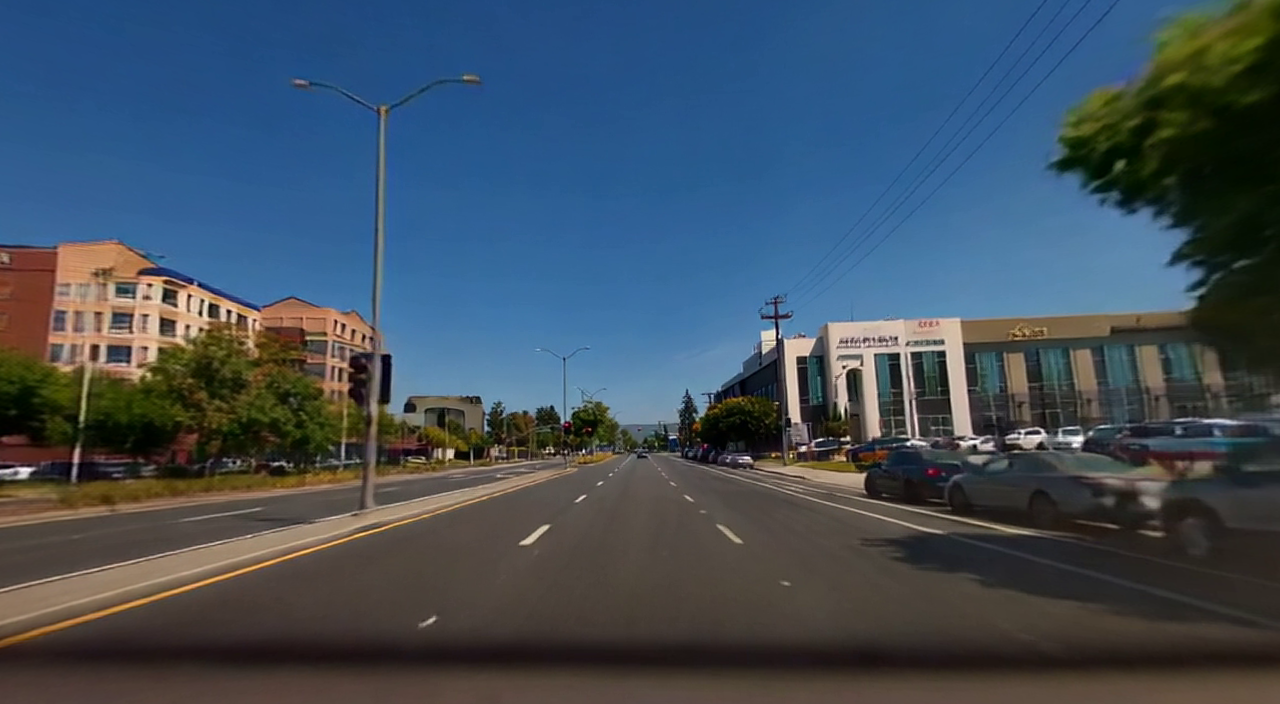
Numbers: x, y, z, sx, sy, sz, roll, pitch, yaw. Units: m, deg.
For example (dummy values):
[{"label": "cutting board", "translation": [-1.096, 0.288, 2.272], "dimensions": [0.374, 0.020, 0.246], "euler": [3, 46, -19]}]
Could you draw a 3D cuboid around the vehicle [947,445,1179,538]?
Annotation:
[{"label": "vehicle", "translation": [7.749, 2.531, 12.136], "dimensions": [1.714, 1.439, 4.020], "euler": [0, -8, 1]}]

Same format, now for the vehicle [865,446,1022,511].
[{"label": "vehicle", "translation": [7.853, 3.275, 16.925], "dimensions": [1.913, 1.465, 4.446], "euler": [0, -8, -1]}]

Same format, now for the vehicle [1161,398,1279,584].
[{"label": "vehicle", "translation": [7.593, 1.272, 5.488], "dimensions": [2.152, 1.869, 4.476], "euler": [0, -8, -2]}]

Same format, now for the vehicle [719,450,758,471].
[{"label": "vehicle", "translation": [7.522, 8.352, 48.908], "dimensions": [2.066, 1.451, 4.783], "euler": [0, -8, -2]}]
